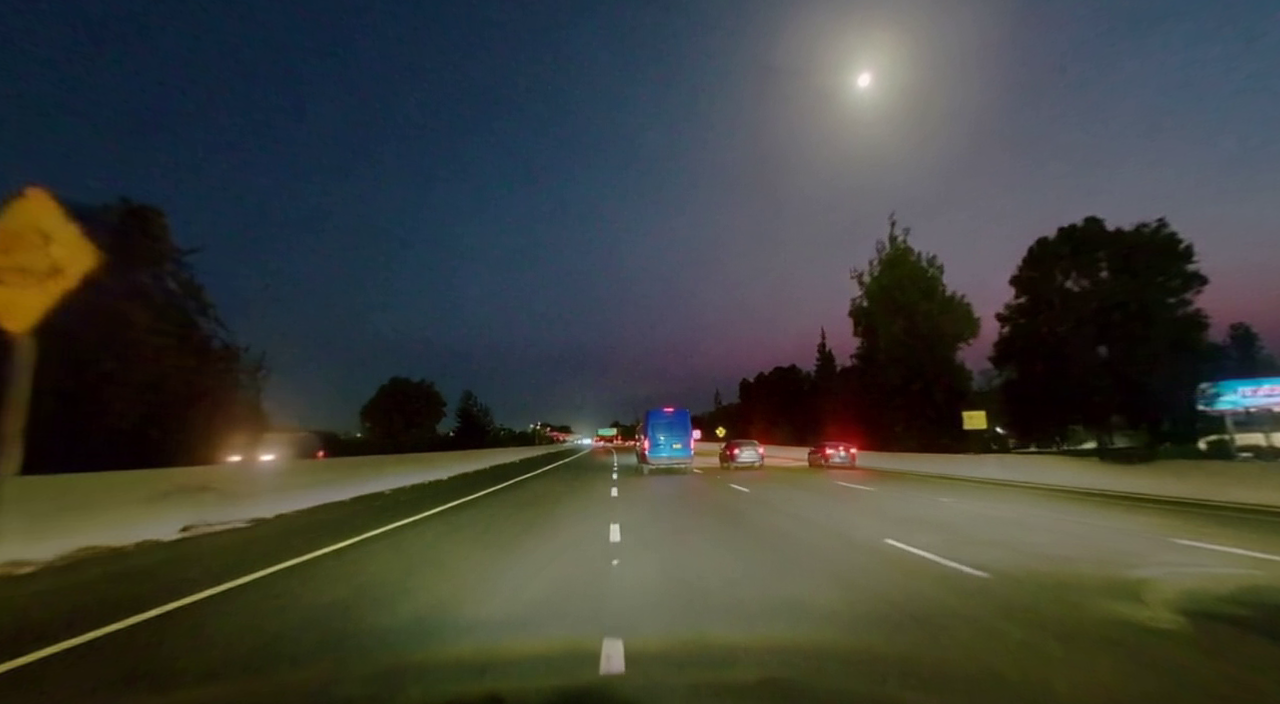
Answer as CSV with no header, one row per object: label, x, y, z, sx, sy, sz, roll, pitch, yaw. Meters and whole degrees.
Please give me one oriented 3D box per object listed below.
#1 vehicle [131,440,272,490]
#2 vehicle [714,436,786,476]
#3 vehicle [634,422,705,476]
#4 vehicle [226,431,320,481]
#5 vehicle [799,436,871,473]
vehicle,-20.654,5.310,30.073,2.690,2.013,5.924,-1,-8,-3
vehicle,4.442,4.270,25.944,2.099,1.510,3.784,0,-8,-3
vehicle,1.126,4.195,27.359,2.546,2.087,5.404,0,-8,-3
vehicle,-20.829,5.910,35.993,2.527,2.527,5.020,-3,-8,-2
vehicle,8.620,4.551,28.029,1.874,1.496,3.586,0,-8,-3
